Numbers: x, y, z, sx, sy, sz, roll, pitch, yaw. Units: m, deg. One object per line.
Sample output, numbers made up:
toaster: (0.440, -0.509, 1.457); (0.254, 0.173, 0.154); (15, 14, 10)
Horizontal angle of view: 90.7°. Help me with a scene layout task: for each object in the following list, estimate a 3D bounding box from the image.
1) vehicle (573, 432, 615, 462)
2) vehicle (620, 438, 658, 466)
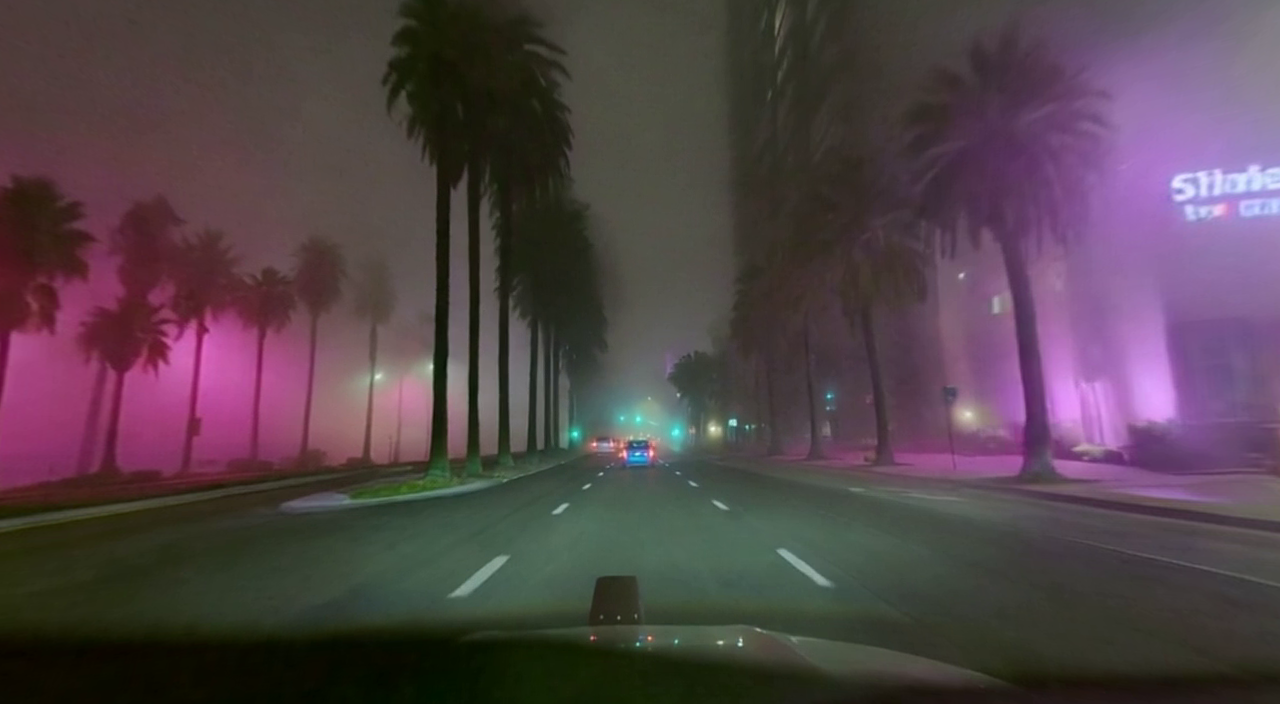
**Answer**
vehicle: (-3.338, 7.136, 47.436); (2.672, 2.064, 5.681); (0, -9, 0)
vehicle: (-0.027, 6.128, 38.817); (2.160, 1.615, 4.117); (0, -9, 1)
